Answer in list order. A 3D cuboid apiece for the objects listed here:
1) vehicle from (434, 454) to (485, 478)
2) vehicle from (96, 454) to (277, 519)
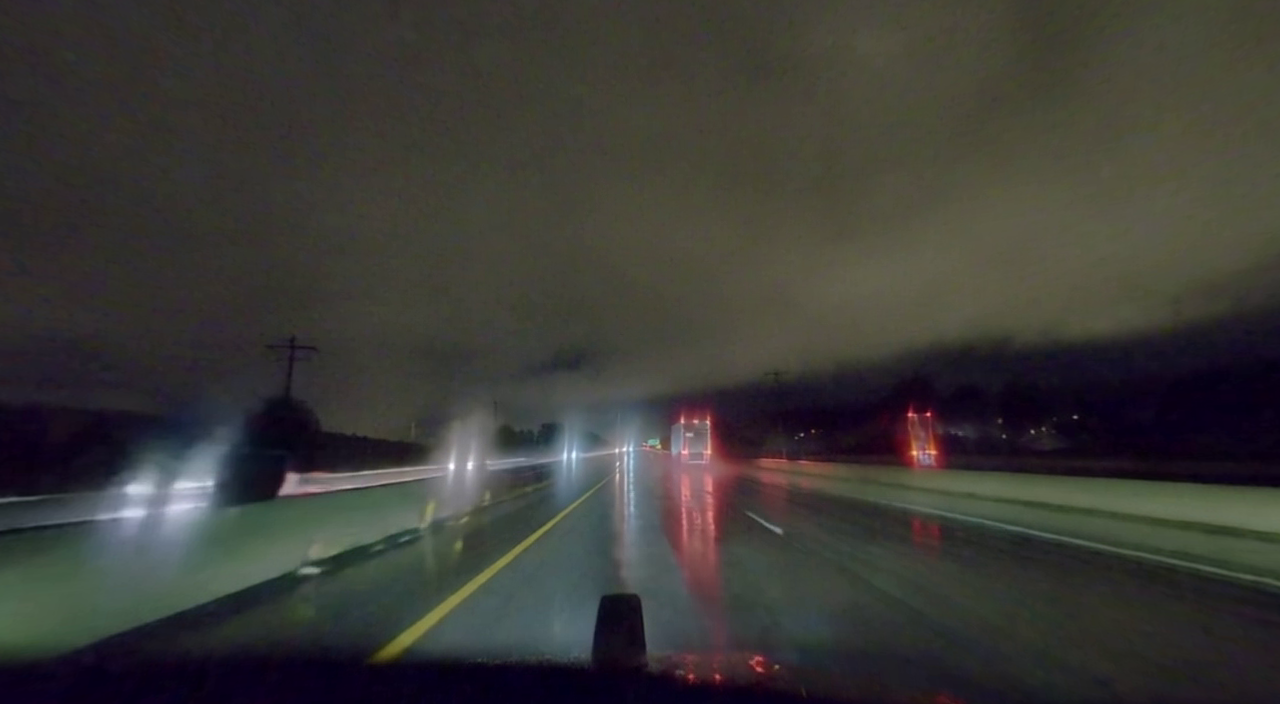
[{"bbox_3d":[-12.180,7.698,42.562,1.942,1.522,4.845,-1,-9,1],"label":"vehicle"},{"bbox_3d":[-13.113,3.862,18.568,1.945,1.641,4.495,-1,-9,1],"label":"vehicle"}]
